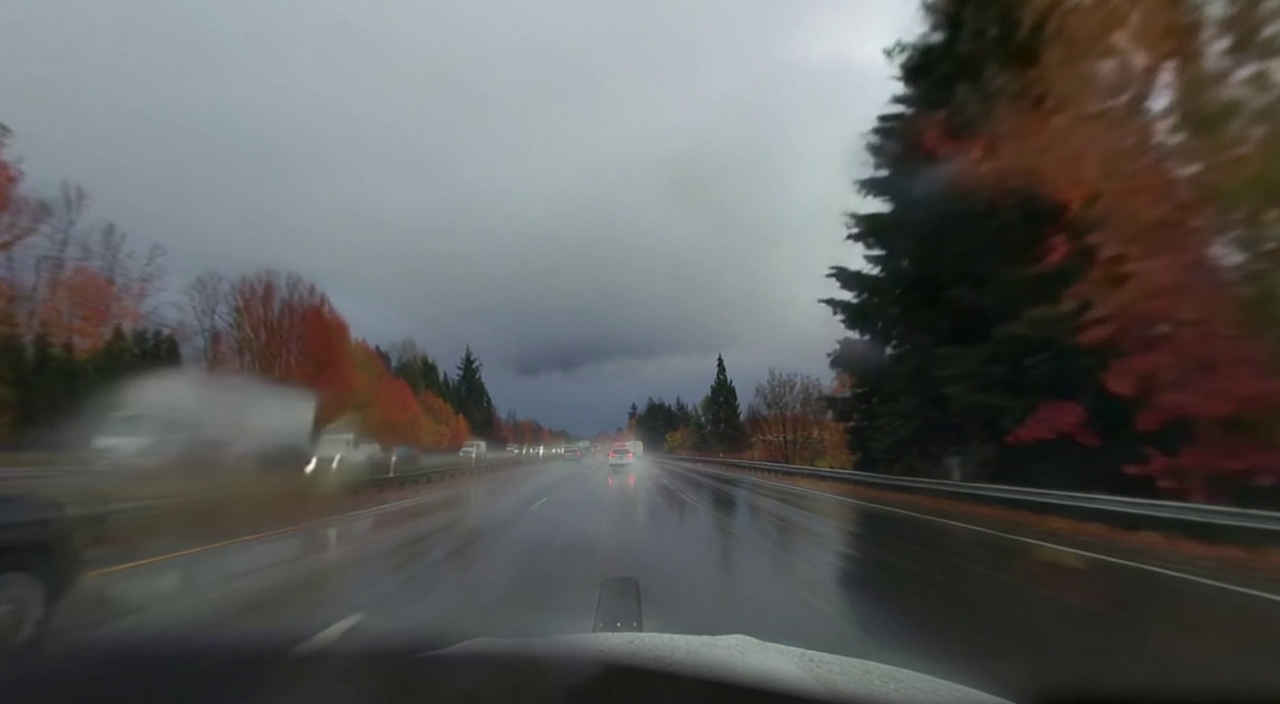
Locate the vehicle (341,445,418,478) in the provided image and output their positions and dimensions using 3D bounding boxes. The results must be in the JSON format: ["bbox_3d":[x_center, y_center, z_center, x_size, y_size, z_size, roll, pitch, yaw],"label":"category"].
[{"bbox_3d":[-13.095,5.509,31.882,1.946,1.512,4.747,0,-9,-1],"label":"vehicle"}]

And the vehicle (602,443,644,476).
[{"bbox_3d":[-0.930,5.855,34.198,2.115,1.661,4.049,0,-9,-2],"label":"vehicle"}]

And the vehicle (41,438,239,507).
[{"bbox_3d":[-12.597,3.042,16.202,1.881,1.507,3.991,0,-9,-1],"label":"vehicle"}]

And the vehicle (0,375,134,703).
[{"bbox_3d":[-4.278,0.730,1.639,1.974,1.688,4.727,0,-9,-1],"label":"vehicle"}]

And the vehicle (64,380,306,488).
[{"bbox_3d":[-18.357,3.589,26.663,2.988,3.698,10.089,0,-9,-2],"label":"vehicle"}]
